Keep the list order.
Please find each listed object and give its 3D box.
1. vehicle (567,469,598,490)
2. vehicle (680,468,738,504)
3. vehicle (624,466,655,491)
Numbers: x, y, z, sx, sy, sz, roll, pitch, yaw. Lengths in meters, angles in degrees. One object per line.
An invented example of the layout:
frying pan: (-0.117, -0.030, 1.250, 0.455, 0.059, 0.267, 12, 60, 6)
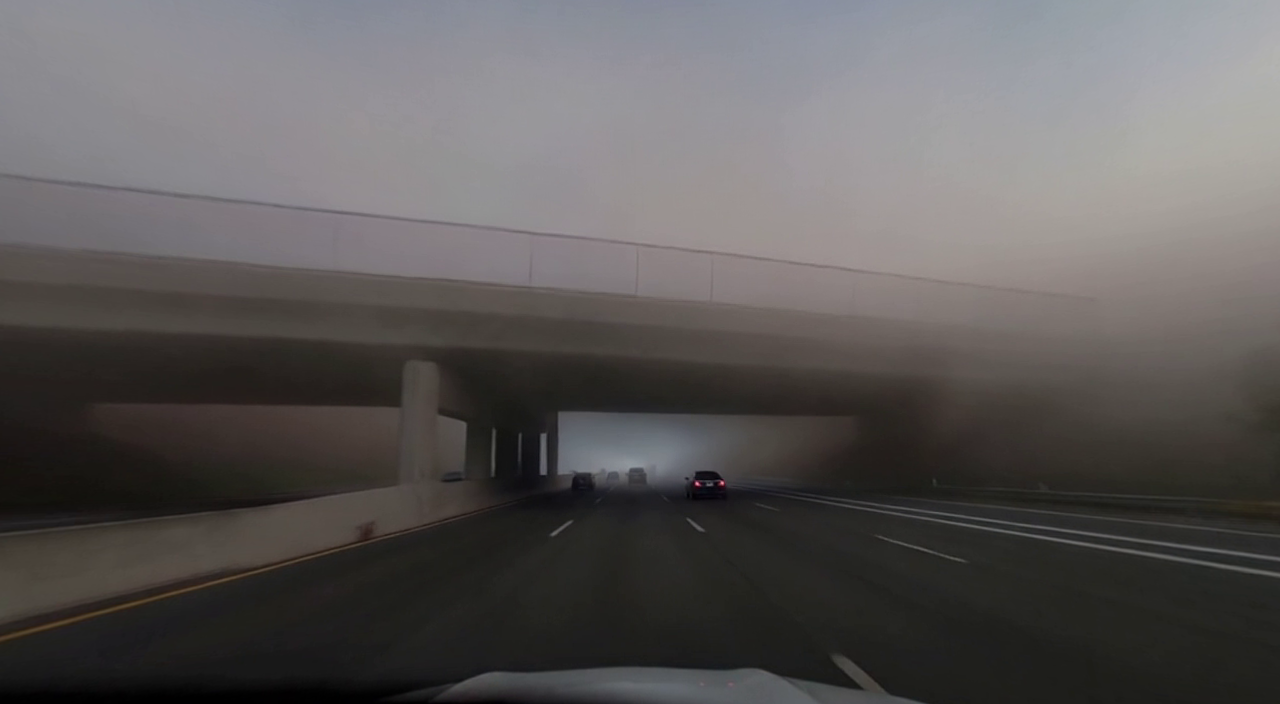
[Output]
vehicle: (-4.291, 9.647, 47.616, 1.975, 1.486, 3.903, 1, -11, 0)
vehicle: (3.142, 6.272, 29.649, 2.092, 1.518, 4.348, 1, -11, -2)
vehicle: (-0.096, 9.364, 46.501, 2.181, 1.698, 4.056, 1, -11, -1)
